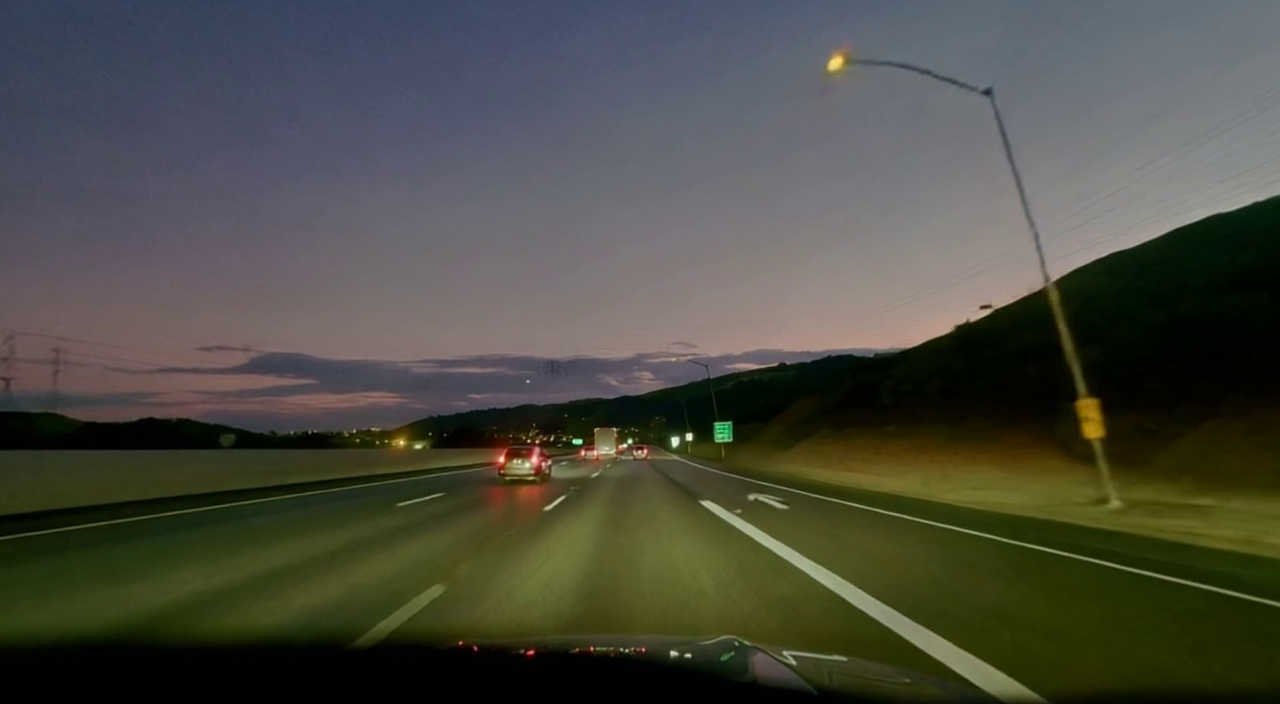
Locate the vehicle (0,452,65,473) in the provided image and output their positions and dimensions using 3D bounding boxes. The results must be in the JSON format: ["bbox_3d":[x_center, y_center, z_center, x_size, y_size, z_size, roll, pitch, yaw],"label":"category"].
[{"bbox_3d":[-47.982,8.567,49.324,1.807,1.511,4.553,0,-9,0],"label":"vehicle"}]

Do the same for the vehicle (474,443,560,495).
[{"bbox_3d":[-3.942,3.820,21.061,1.963,1.533,4.477,0,-9,0],"label":"vehicle"}]
